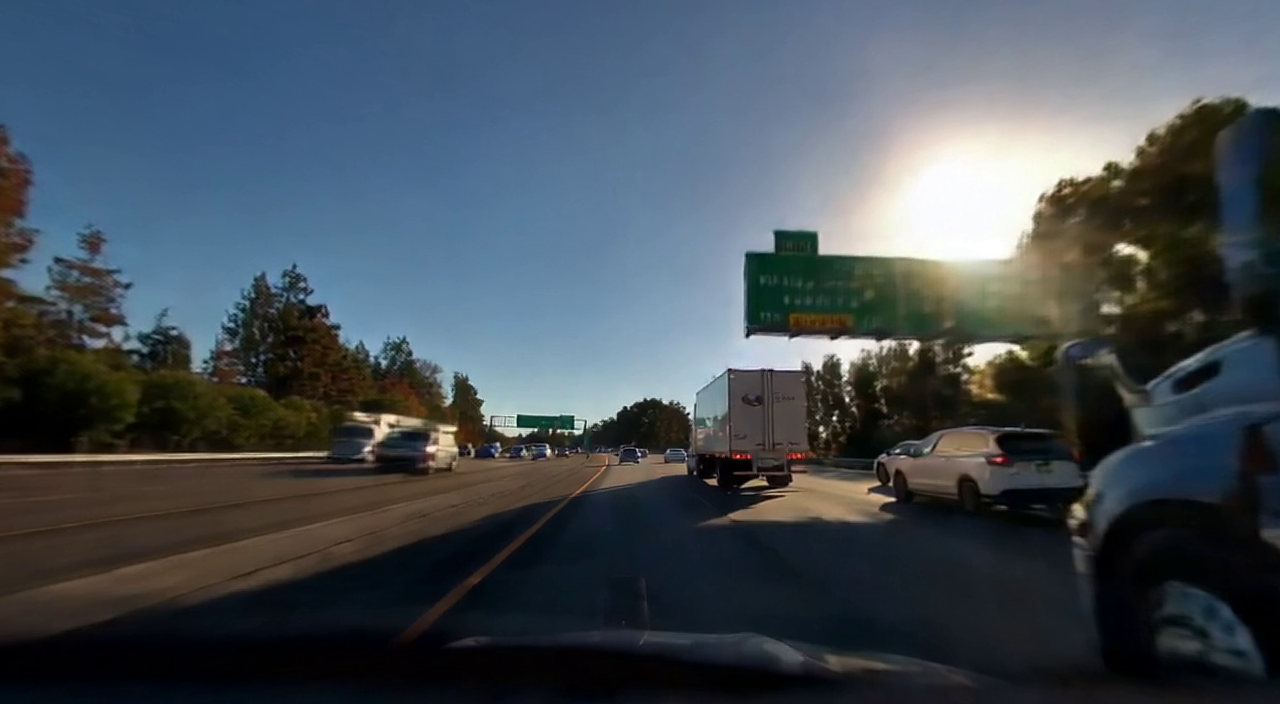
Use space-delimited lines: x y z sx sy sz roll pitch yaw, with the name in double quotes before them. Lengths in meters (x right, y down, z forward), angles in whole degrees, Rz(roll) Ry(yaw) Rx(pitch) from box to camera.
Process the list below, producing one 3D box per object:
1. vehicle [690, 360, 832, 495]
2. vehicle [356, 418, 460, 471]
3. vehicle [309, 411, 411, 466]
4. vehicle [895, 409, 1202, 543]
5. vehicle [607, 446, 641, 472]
"vehicle" 4.166 3.325 25.905 2.890 4.006 14.039 0 -9 -1
"vehicle" -8.801 3.607 24.428 2.221 1.825 4.781 0 -9 0
"vehicle" -16.020 5.091 36.730 2.609 2.862 7.328 0 -9 -1
"vehicle" 6.844 2.153 11.526 2.128 1.872 5.043 0 -9 -1
"vehicle" -1.012 6.970 41.235 2.111 1.599 3.859 0 -9 -1
